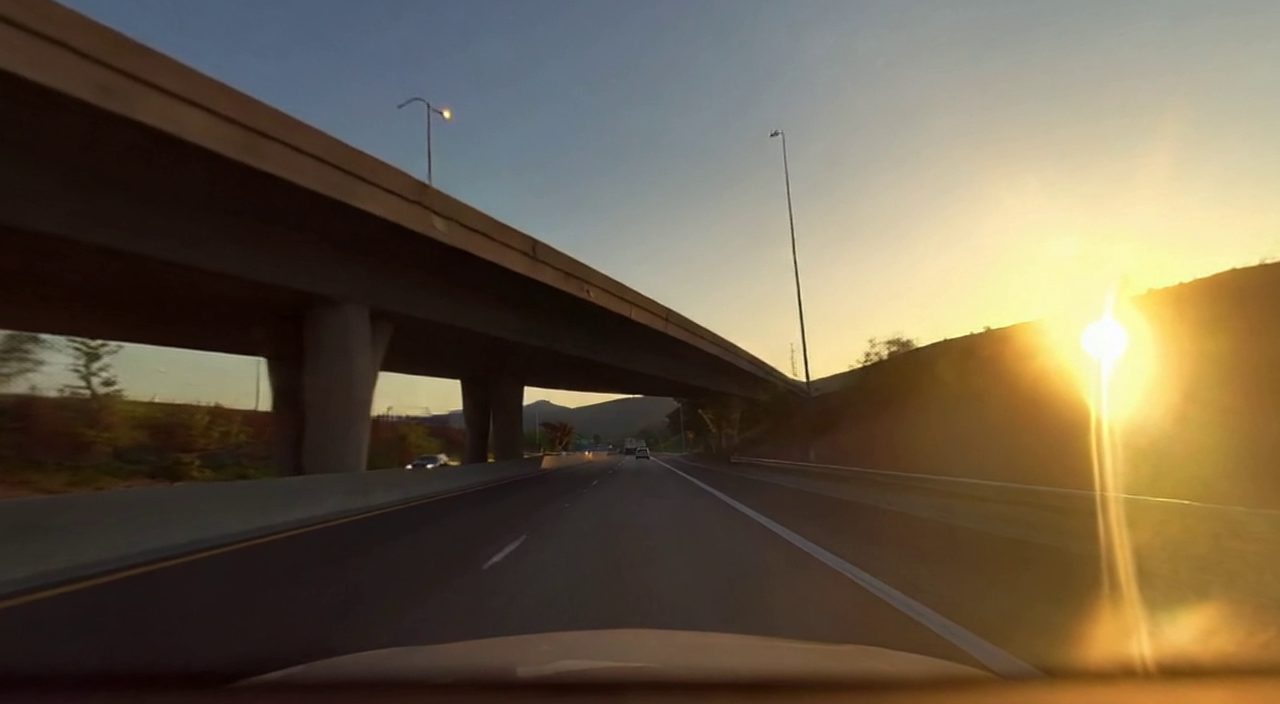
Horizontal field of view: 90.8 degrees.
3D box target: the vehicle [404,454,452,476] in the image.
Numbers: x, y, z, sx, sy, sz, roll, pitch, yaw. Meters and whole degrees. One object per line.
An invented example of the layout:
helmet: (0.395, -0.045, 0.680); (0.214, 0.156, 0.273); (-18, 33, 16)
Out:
vehicle: (-14.999, 8.003, 44.917); (1.936, 1.494, 4.515); (0, -9, -1)
